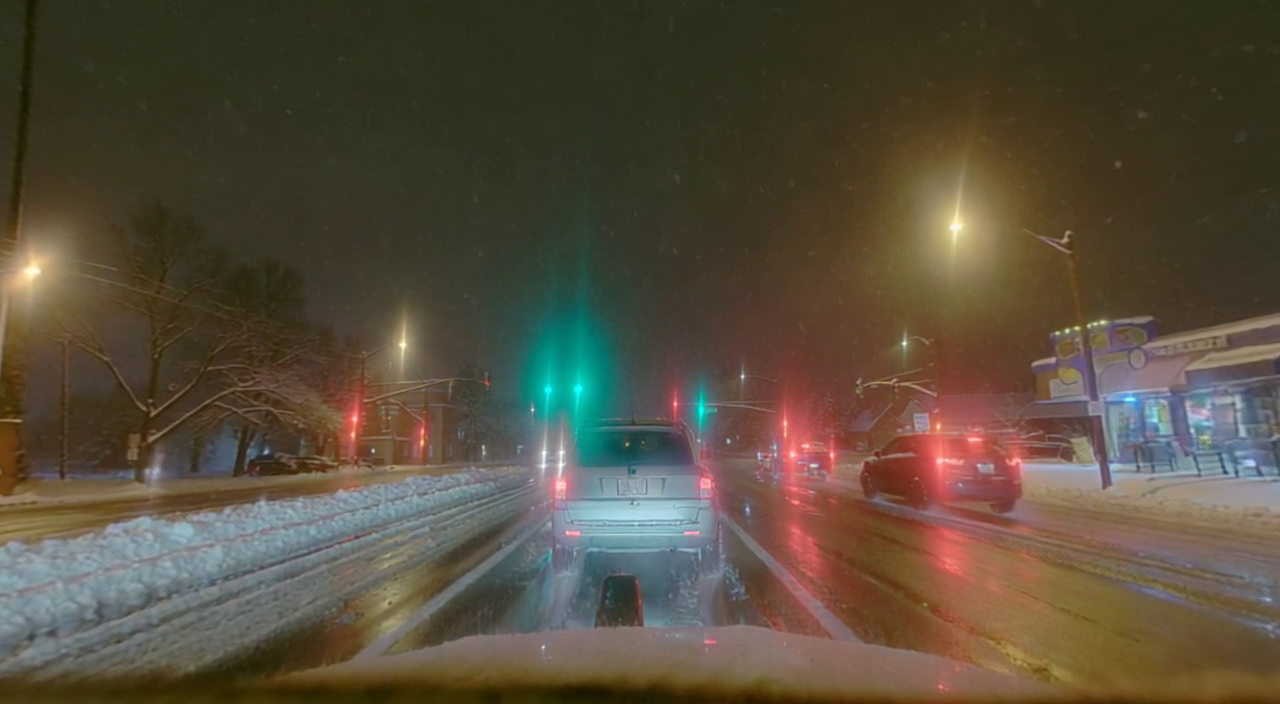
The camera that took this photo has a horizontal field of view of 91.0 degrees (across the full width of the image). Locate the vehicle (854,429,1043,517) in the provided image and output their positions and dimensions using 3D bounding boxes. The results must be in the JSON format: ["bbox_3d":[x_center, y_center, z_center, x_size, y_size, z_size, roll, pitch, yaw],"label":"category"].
[{"bbox_3d":[6.708,2.671,14.431,2.072,1.652,4.611,0,-8,1],"label":"vehicle"}]

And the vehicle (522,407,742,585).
[{"bbox_3d":[-0.063,1.688,8.117,2.115,1.700,3.901,0,-8,1],"label":"vehicle"}]

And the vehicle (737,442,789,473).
[{"bbox_3d":[6.264,5.453,32.630,1.961,1.477,4.454,0,-8,2],"label":"vehicle"}]

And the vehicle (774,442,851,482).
[{"bbox_3d":[6.844,4.401,25.430,1.833,1.452,4.237,0,-8,-1],"label":"vehicle"}]
